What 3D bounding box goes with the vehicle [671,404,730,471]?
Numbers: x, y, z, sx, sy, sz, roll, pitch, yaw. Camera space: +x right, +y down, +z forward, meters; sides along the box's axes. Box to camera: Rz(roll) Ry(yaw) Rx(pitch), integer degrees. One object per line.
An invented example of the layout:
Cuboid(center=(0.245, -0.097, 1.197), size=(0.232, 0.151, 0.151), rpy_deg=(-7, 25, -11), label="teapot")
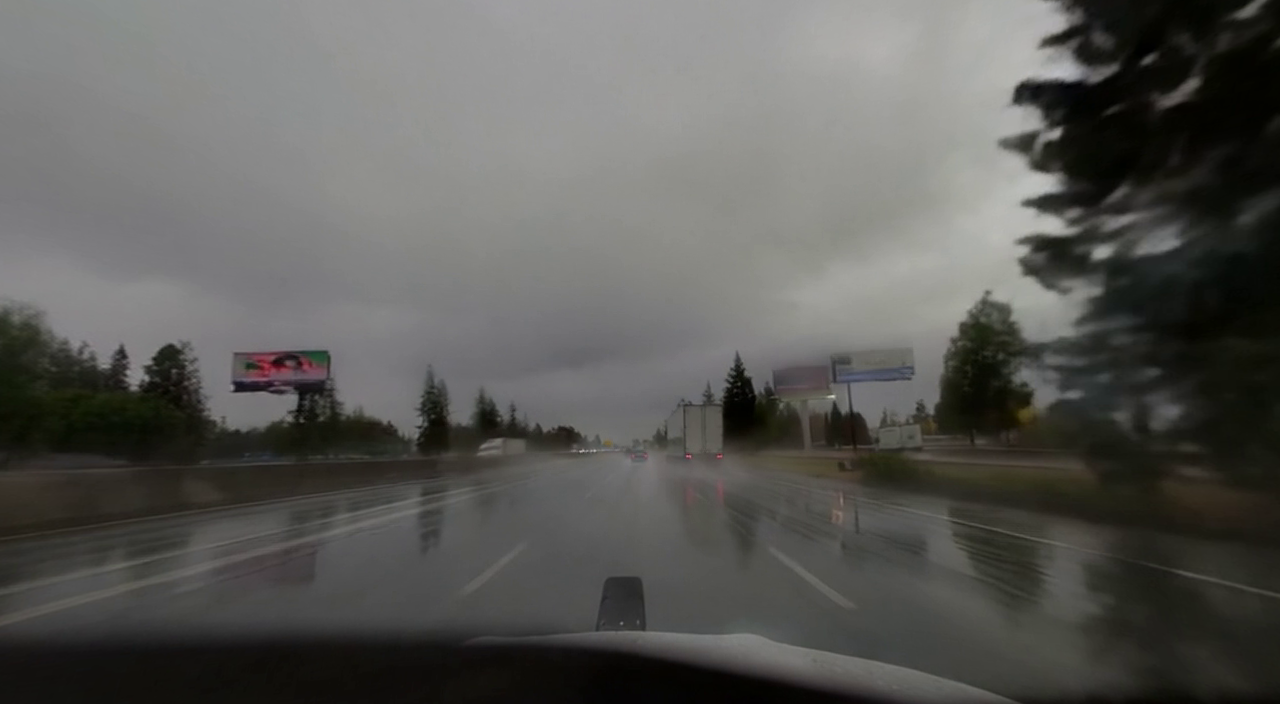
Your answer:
Cuboid(center=(4.247, 6.487, 47.316), size=(3.058, 4.312, 12.251), rpy_deg=(0, -9, 0), label="vehicle")
